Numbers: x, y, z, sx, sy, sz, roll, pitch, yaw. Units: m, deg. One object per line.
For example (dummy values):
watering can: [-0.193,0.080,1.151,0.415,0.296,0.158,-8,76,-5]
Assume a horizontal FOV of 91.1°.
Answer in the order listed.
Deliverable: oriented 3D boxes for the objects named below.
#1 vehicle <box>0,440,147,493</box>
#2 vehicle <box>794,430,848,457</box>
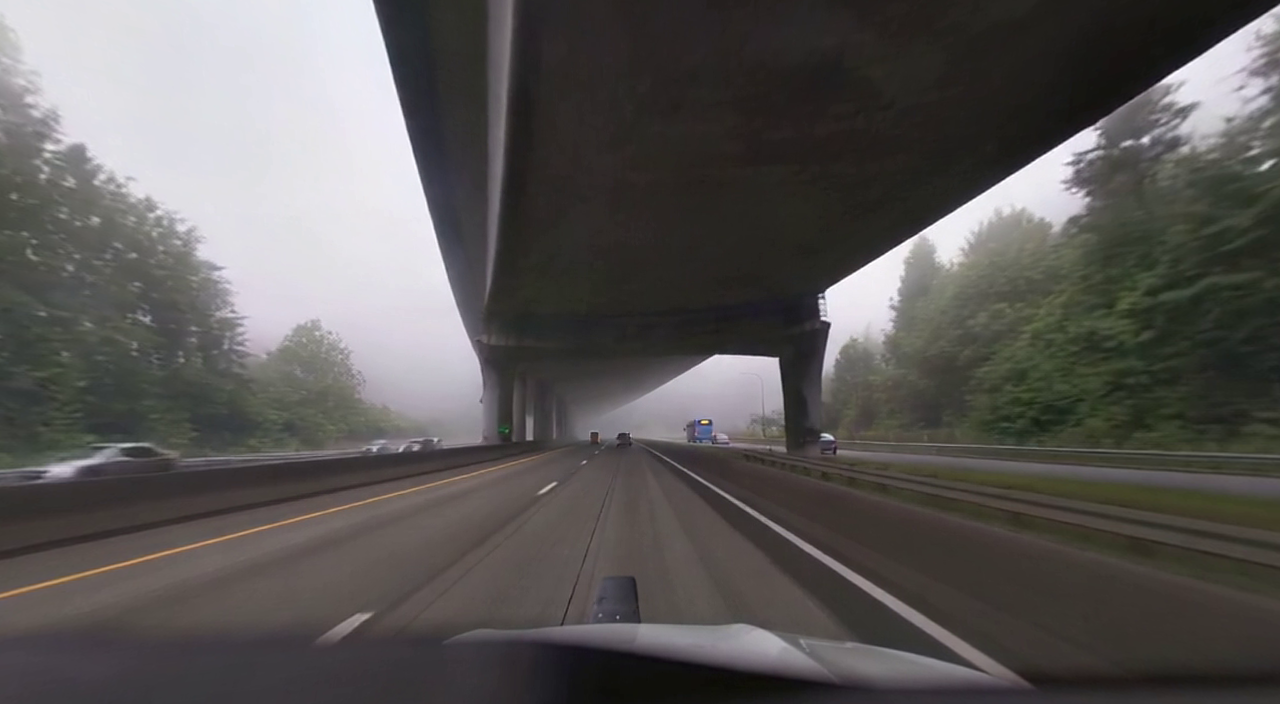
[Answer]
vehicle: [-17.055,3.375,18.895,1.625,1.401,3.489,0,-8,-1]
vehicle: [10.309,5.246,36.105,1.880,1.460,3.770,0,-8,-2]
